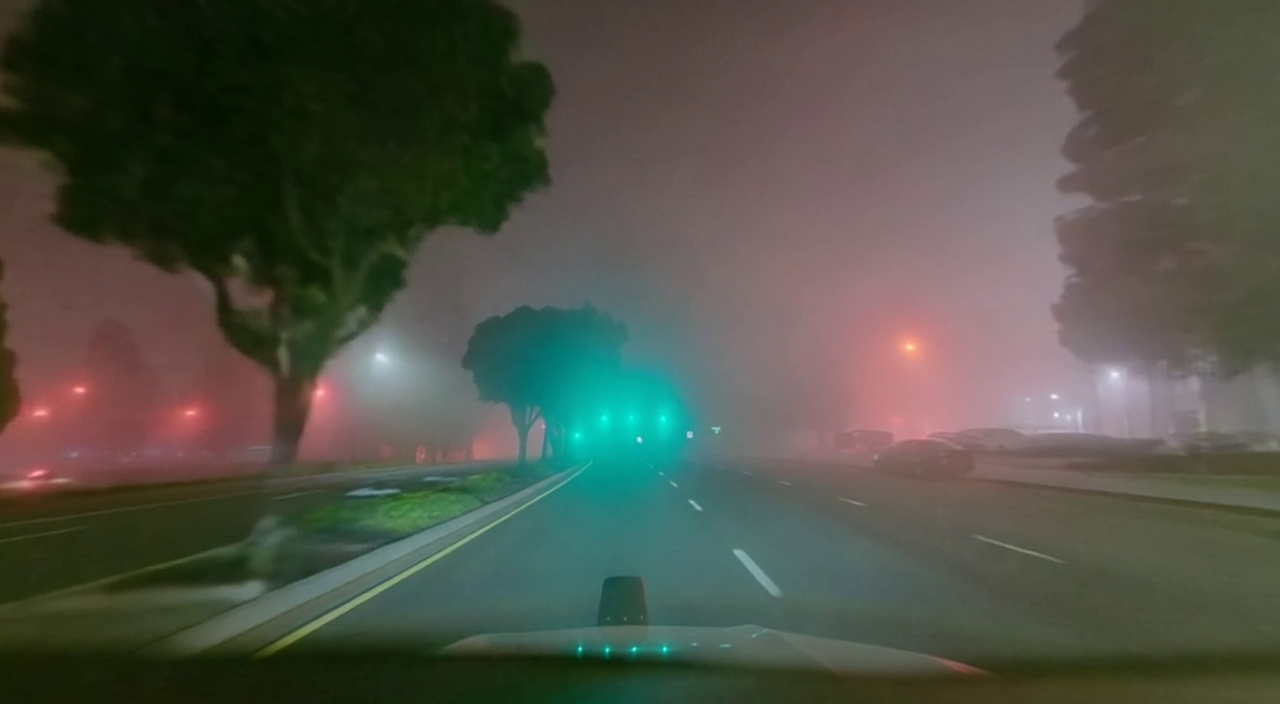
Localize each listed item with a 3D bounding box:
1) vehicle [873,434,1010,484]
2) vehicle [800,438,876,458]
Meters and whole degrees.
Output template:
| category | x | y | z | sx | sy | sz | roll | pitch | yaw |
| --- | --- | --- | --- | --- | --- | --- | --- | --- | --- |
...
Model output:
| category | x | y | z | sx | sy | sz | roll | pitch | yaw |
| --- | --- | --- | --- | --- | --- | --- | --- | --- | --- |
| vehicle | 10.510 | 3.759 | 22.548 | 2.034 | 1.551 | 5.228 | 1 | -8 | -4 |
| vehicle | 14.745 | 7.160 | 47.116 | 4.982 | 1.441 | 1.951 | 0 | -8 | -3 |
